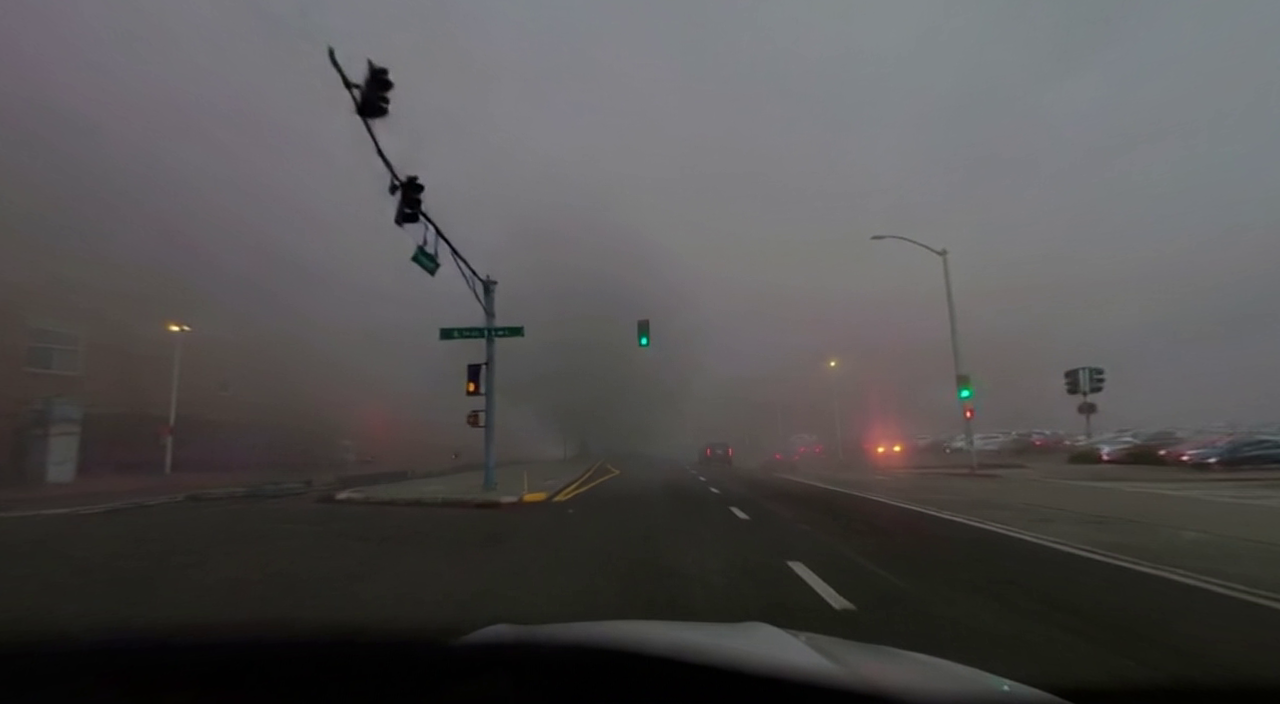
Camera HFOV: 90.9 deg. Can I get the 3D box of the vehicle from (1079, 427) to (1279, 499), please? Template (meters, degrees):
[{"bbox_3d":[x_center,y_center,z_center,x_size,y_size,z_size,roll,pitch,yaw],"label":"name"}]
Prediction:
[{"bbox_3d":[14.577,2.869,16.501,4.491,1.702,2.094,-2,-9,13],"label":"vehicle"}]

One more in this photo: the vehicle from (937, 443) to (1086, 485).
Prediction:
[{"bbox_3d":[13.989,4.180,23.882,4.581,1.434,1.893,-7,-11,36],"label":"vehicle"}]

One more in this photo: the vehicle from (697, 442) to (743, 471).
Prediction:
[{"bbox_3d":[4.456,5.934,35.819,2.038,1.528,4.259,0,-9,0],"label":"vehicle"}]
